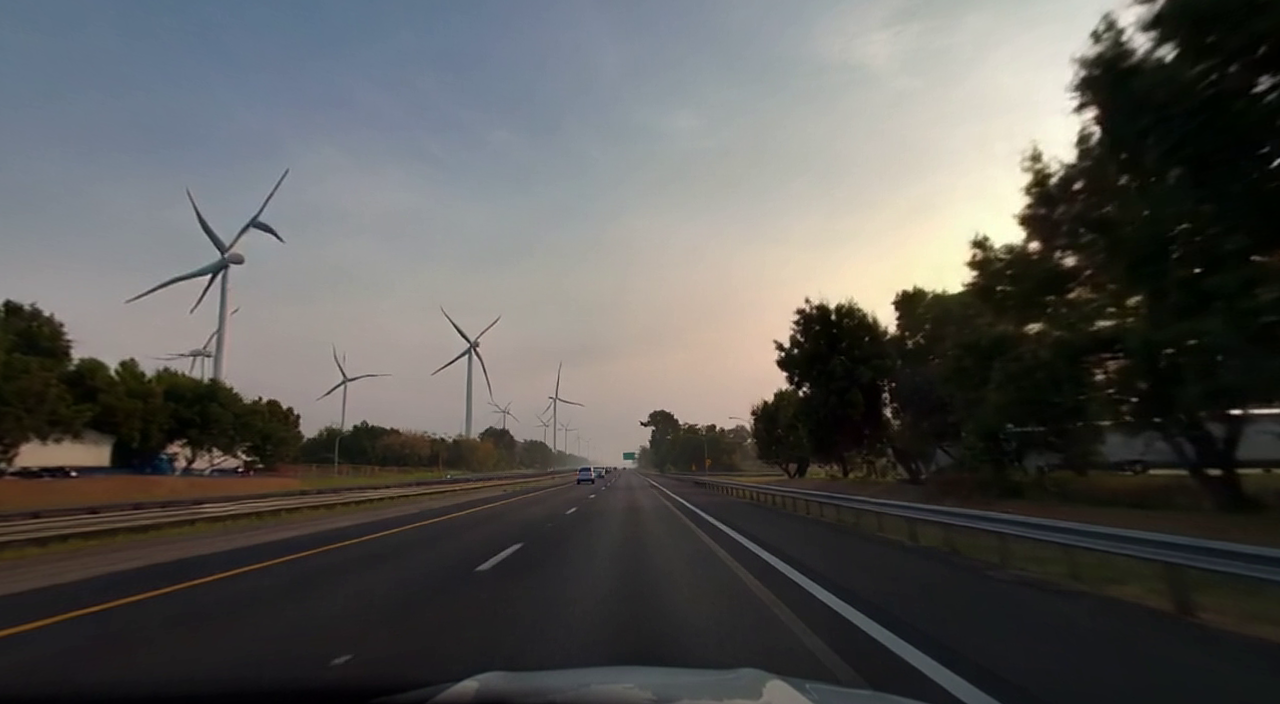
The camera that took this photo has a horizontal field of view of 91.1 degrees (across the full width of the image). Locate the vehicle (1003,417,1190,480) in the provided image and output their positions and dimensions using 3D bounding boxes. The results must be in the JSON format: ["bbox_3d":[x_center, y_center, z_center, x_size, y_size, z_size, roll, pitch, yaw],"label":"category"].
[{"bbox_3d":[34.872,7.548,48.620,11.082,4.307,2.970,-9,-14,42],"label":"vehicle"}]

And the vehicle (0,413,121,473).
[{"bbox_3d":[-44.127,5.785,40.286,3.225,3.939,19.827,-1,-11,6],"label":"vehicle"}]
